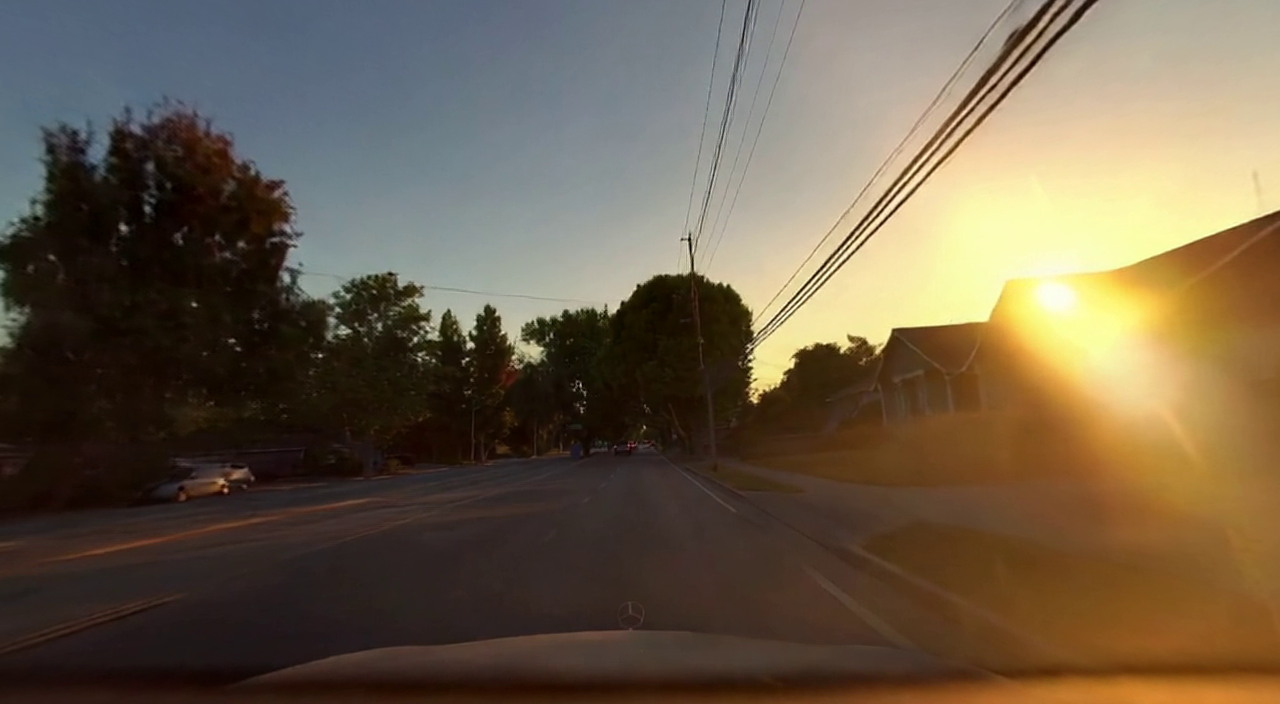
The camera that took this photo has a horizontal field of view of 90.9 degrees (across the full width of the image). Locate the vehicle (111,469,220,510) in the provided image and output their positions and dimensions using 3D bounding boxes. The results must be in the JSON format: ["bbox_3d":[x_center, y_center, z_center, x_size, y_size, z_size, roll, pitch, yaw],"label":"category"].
[{"bbox_3d":[-21.086,6.089,28.272,1.854,1.504,4.436,1,-9,-7],"label":"vehicle"}]

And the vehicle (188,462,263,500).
[{"bbox_3d":[-22.273,6.882,34.074,1.891,1.703,4.976,2,-9,-16],"label":"vehicle"}]
